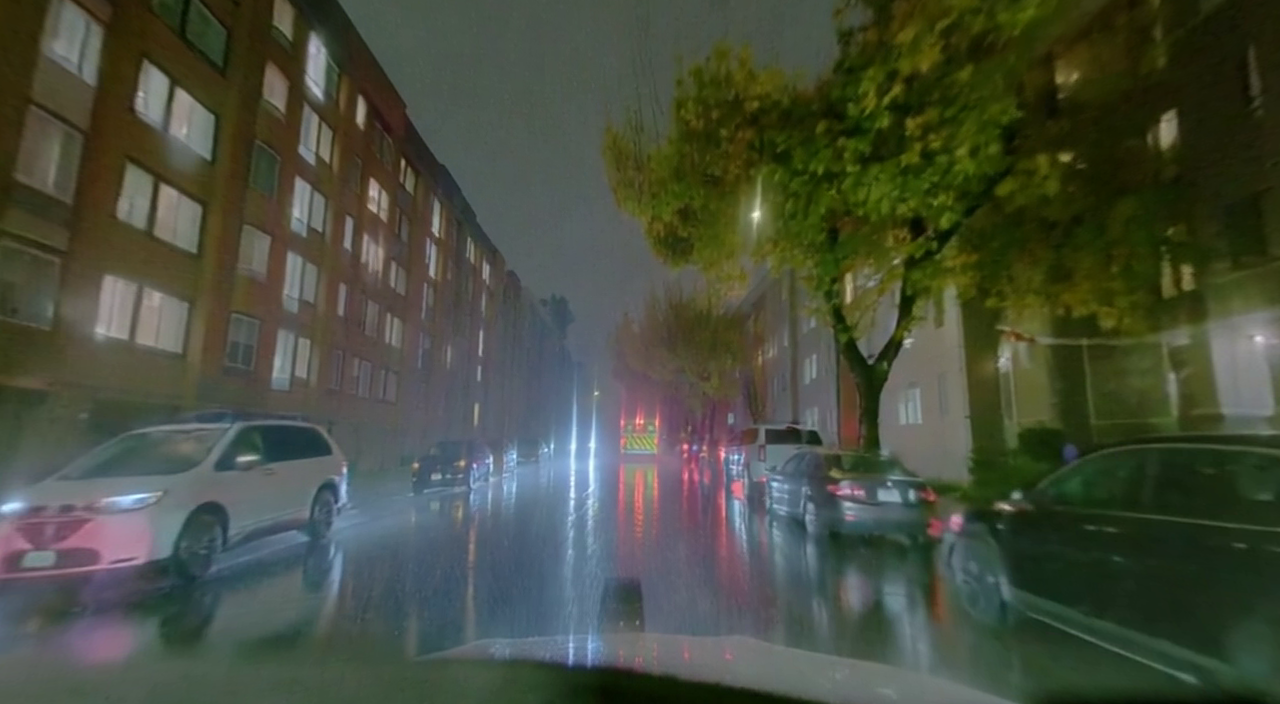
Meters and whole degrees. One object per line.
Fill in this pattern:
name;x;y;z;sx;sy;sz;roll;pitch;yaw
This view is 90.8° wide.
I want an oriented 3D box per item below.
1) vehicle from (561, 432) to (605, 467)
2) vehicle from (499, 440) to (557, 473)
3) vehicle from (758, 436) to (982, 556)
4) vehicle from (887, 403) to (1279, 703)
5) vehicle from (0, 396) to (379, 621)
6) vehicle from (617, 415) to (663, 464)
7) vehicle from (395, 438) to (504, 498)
vehicle;-3.080;5.399;35.056;2.029;1.802;4.229;0;-8;1
vehicle;-5.394;5.083;30.998;2.047;1.471;4.647;0;-8;0
vehicle;3.293;2.113;10.143;1.913;1.434;4.408;2;-8;-1
vehicle;3.425;1.109;3.409;2.102;1.515;4.990;0;-8;-1
vehicle;-5.344;1.617;7.720;2.131;1.821;4.976;0;-8;1
vehicle;-0.123;6.028;43.442;2.754;3.008;7.730;1;-8;-3
vehicle;-5.483;3.361;18.806;1.921;1.482;4.280;-2;-8;0
